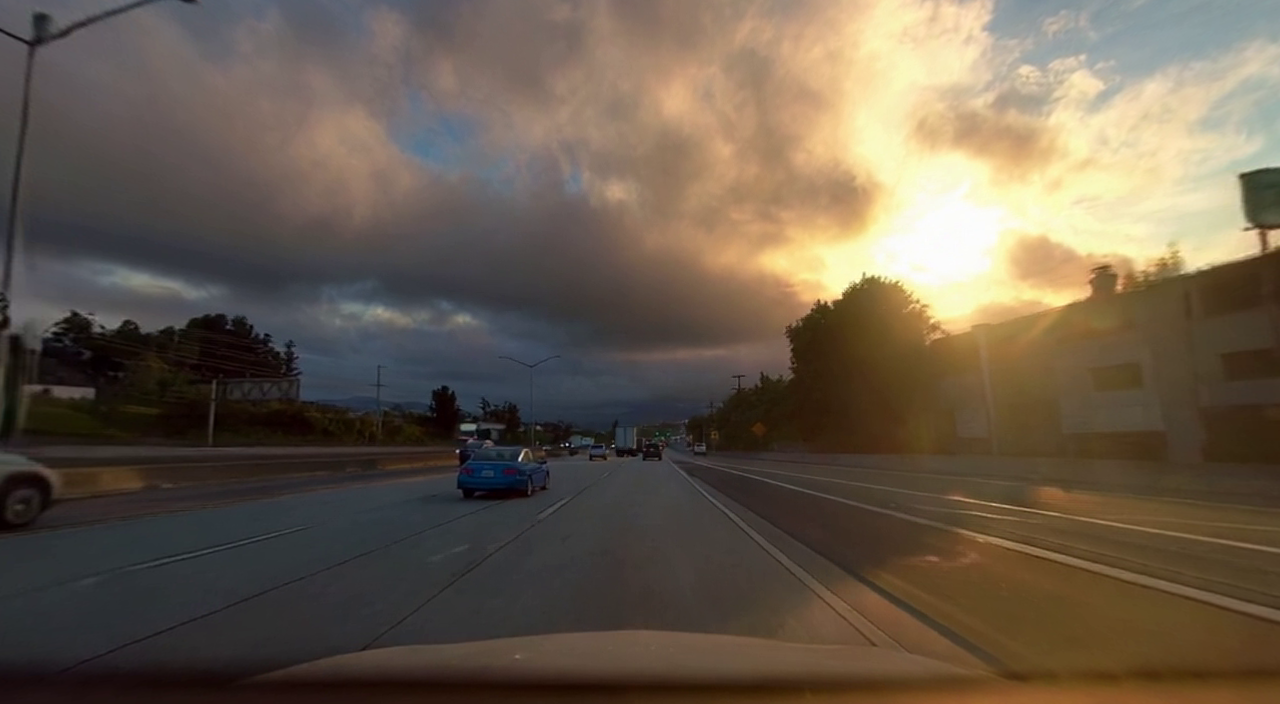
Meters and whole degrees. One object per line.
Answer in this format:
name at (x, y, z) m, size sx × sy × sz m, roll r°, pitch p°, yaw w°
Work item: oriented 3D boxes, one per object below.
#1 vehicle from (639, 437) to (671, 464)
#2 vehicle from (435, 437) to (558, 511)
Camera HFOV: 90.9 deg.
vehicle at (1.197, 7.745, 49.719) m, size 2.373 × 1.935 × 4.448 m, roll -1°, pitch -8°, yaw 2°
vehicle at (-3.220, 2.806, 14.990) m, size 1.953 × 1.511 × 3.704 m, roll -1°, pitch -8°, yaw 2°
